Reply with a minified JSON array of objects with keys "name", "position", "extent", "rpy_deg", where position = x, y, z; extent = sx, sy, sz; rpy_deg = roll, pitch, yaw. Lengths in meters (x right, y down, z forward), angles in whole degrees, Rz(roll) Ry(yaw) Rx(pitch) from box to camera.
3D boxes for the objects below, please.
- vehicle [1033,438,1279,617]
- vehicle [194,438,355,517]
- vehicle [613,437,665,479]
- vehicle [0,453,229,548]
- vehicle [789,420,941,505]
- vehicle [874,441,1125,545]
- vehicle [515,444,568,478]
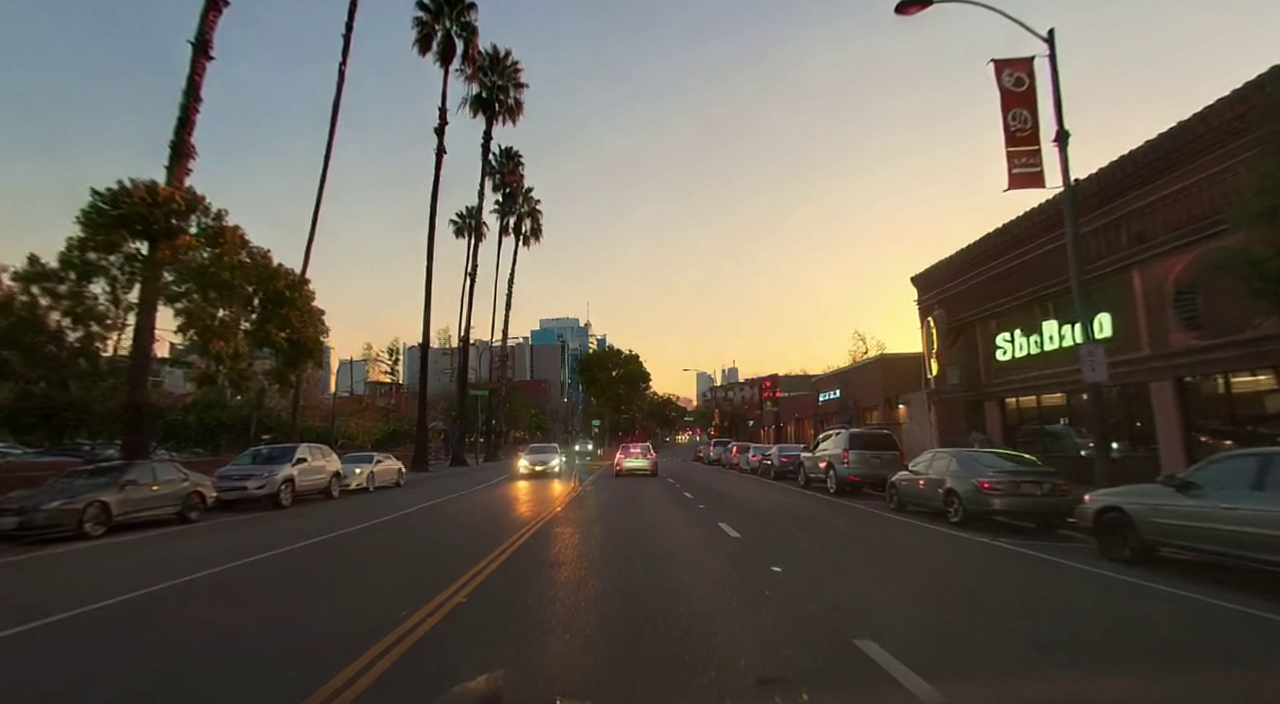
[{"name":"vehicle","position":[6.394,1.616,6.188],"extent":[1.864,1.515,4.763],"rpy_deg":[0,-8,-3]},{"name":"vehicle","position":[-9.791,3.319,17.440],"extent":[1.818,1.740,4.555],"rpy_deg":[-3,-7,-1]},{"name":"vehicle","position":[-0.078,4.627,27.798],"extent":[2.063,1.664,4.471],"rpy_deg":[0,-8,-1]},{"name":"vehicle","position":[-9.908,2.661,11.973],"extent":[1.640,1.461,3.936],"rpy_deg":[0,-9,-1]},{"name":"vehicle","position":[6.279,3.166,18.628],"extent":[2.257,2.074,5.857],"rpy_deg":[0,-8,0]},{"name":"vehicle","position":[6.210,2.437,11.774],"extent":[1.786,1.492,4.874],"rpy_deg":[0,-8,0]},{"name":"vehicle","position":[-4.524,5.026,29.506],"extent":[1.916,1.453,4.315],"rpy_deg":[0,-8,-2]}]
